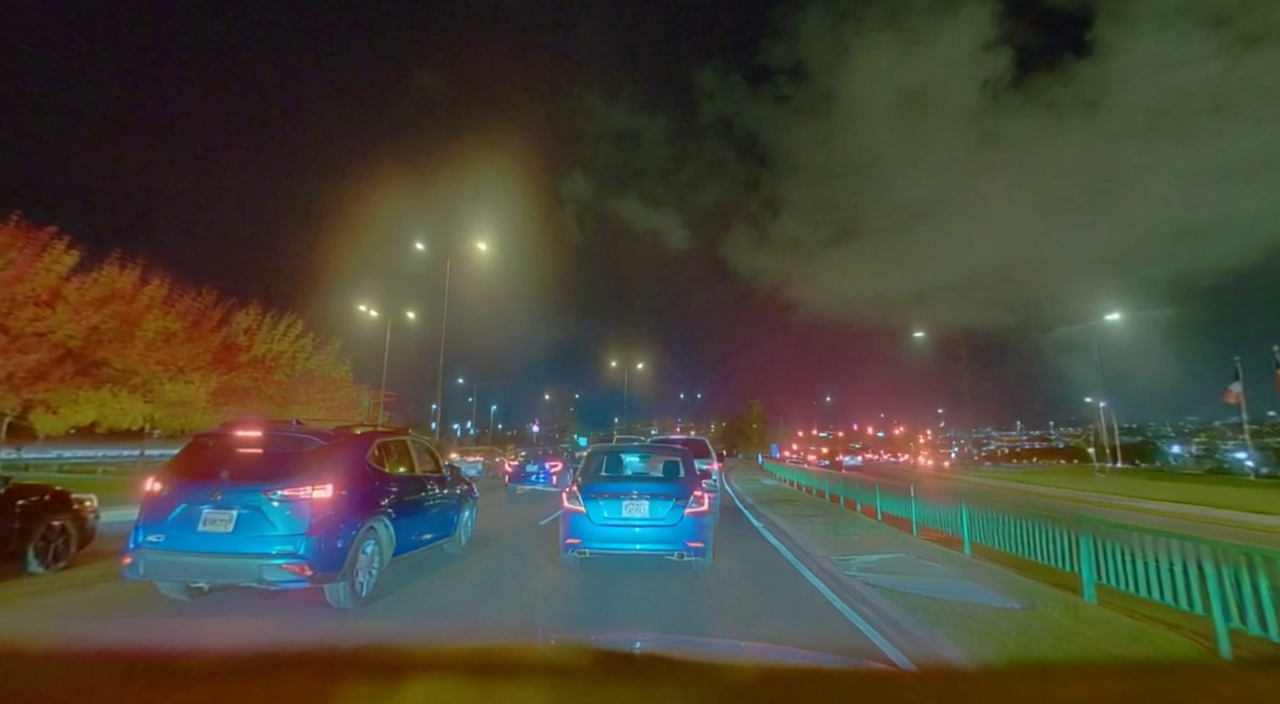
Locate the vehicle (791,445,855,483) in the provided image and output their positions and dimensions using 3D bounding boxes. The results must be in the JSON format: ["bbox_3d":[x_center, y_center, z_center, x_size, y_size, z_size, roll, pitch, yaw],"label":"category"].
[{"bbox_3d":[8.454,5.203,29.532,2.011,1.610,4.568,0,-9,5],"label":"vehicle"}]

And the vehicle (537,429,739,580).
[{"bbox_3d":[0.091,1.901,8.703,2.090,1.506,4.276,0,-9,3],"label":"vehicle"}]

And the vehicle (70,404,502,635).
[{"bbox_3d":[-3.047,1.529,6.752,1.988,1.635,4.260,0,-9,3],"label":"vehicle"}]

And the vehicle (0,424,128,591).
[{"bbox_3d":[-6.930,1.295,4.974,2.121,1.510,4.244,0,-9,1],"label":"vehicle"}]
